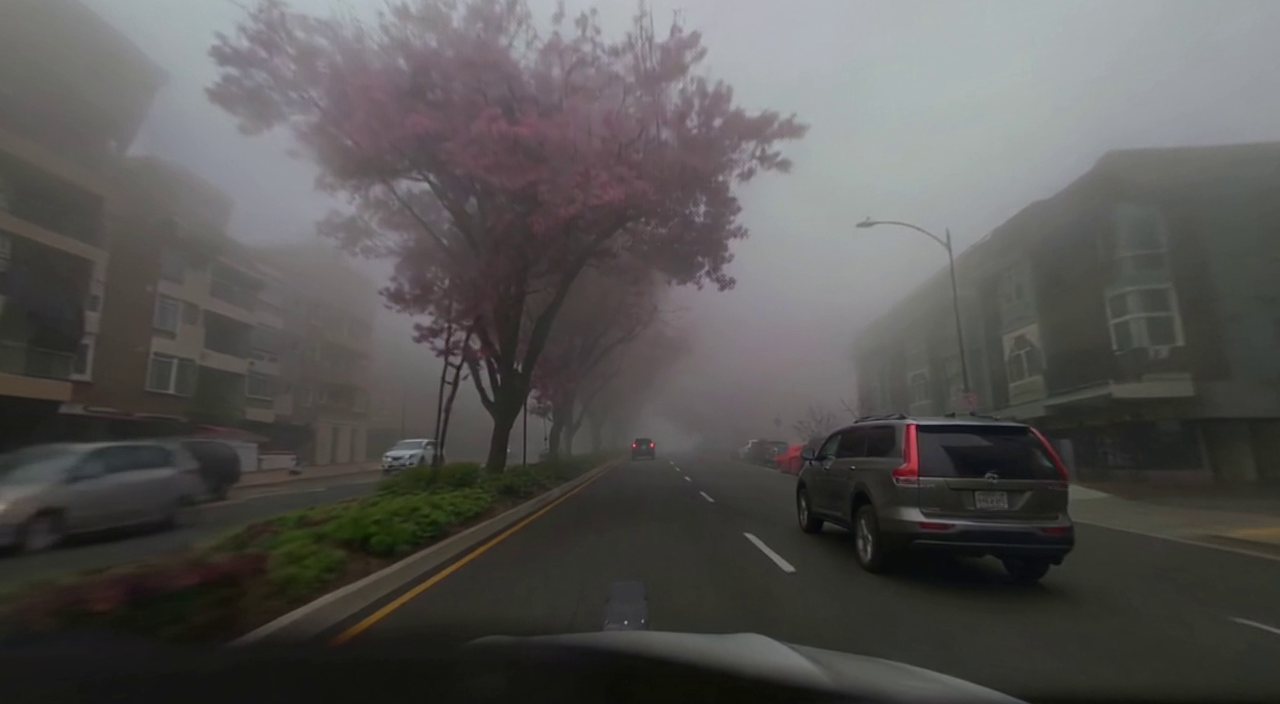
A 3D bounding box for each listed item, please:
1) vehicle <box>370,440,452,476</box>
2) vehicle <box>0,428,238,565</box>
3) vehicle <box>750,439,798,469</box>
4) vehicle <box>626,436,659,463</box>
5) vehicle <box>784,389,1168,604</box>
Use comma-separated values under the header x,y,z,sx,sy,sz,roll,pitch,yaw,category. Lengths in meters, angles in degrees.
x,y,z,sx,sy,sz,roll,pitch,yaw,category
-11.784,5.471,32.936,2.191,1.684,5.428,0,-8,1,vehicle
-8.142,1.896,8.911,1.960,1.530,4.313,0,-8,1,vehicle
8.042,6.152,38.194,1.869,1.658,4.405,0,-8,-1,vehicle
0.204,6.980,45.237,2.244,1.813,4.129,0,-8,2,vehicle
3.269,1.518,7.494,2.071,1.747,4.549,0,-8,1,vehicle
